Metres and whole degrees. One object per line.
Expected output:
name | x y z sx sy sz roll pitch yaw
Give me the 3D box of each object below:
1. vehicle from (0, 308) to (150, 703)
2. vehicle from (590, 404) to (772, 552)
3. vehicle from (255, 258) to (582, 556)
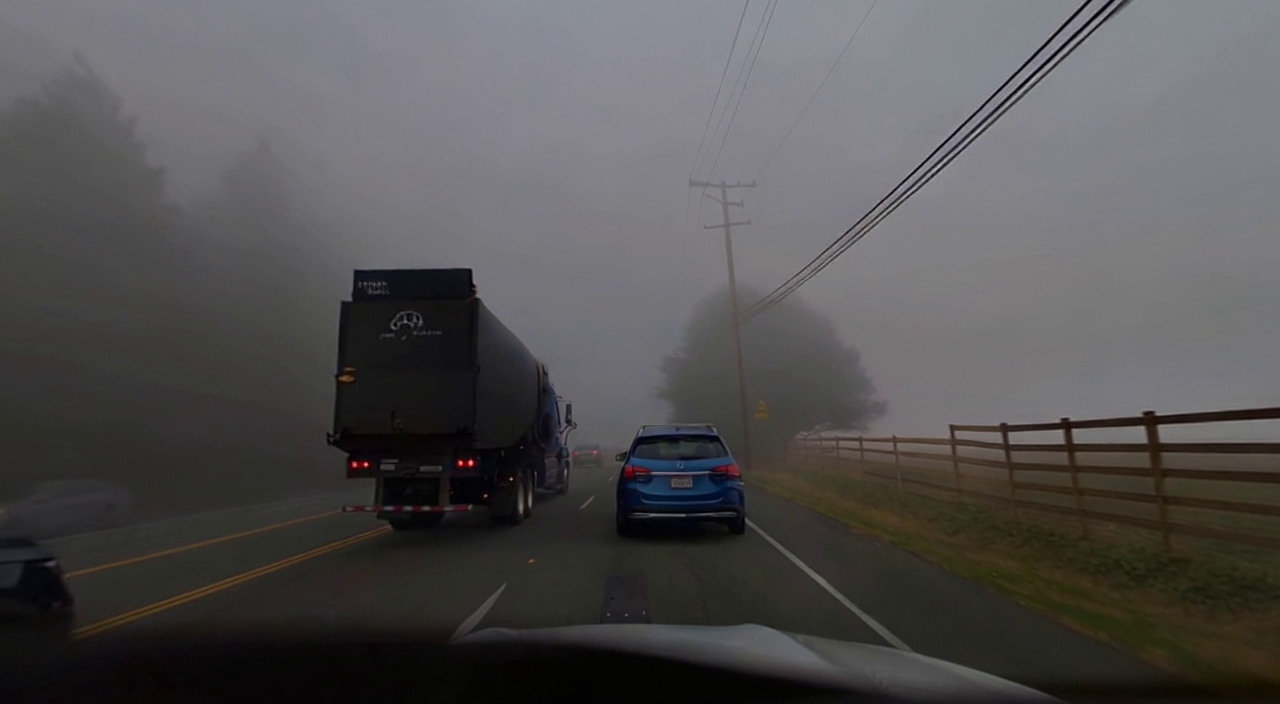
vehicle | -3.129 0.525 0.293 2.093 1.832 4.508 0 -9 1
vehicle | 0.474 1.817 9.672 2.174 1.749 4.113 0 -9 0
vehicle | -3.065 1.285 12.193 2.928 3.658 8.980 0 -9 1
